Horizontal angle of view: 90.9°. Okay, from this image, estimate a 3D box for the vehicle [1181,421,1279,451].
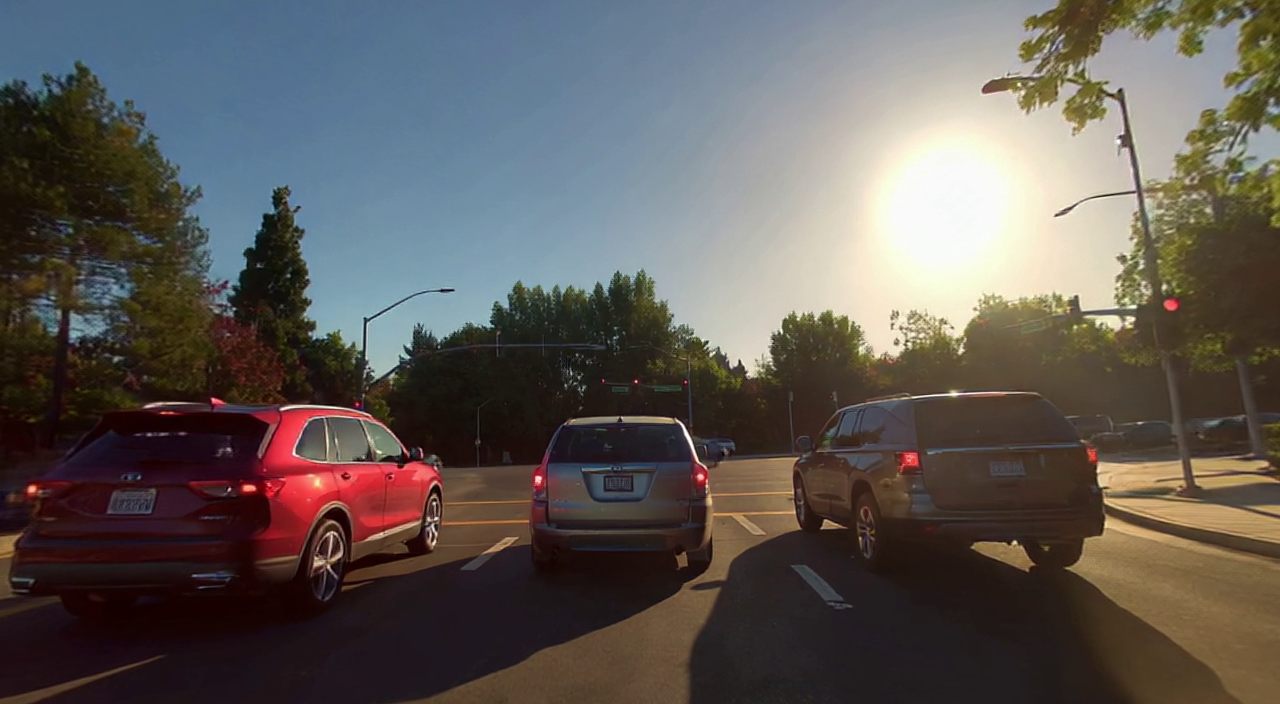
[{"bbox_3d":[32.788,4.654,34.762,4.175,1.634,1.877,1,-8,-4],"label":"vehicle"}]

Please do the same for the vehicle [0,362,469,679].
[{"bbox_3d":[-3.281,1.283,5.895,2.047,1.810,4.414,0,-8,1],"label":"vehicle"}]

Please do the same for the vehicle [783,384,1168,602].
[{"bbox_3d":[3.272,1.486,7.510,2.083,1.779,4.532,0,-8,0],"label":"vehicle"}]

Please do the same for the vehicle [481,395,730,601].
[{"bbox_3d":[-0.239,1.512,7.319,2.067,1.702,3.987,0,-8,2],"label":"vehicle"}]
